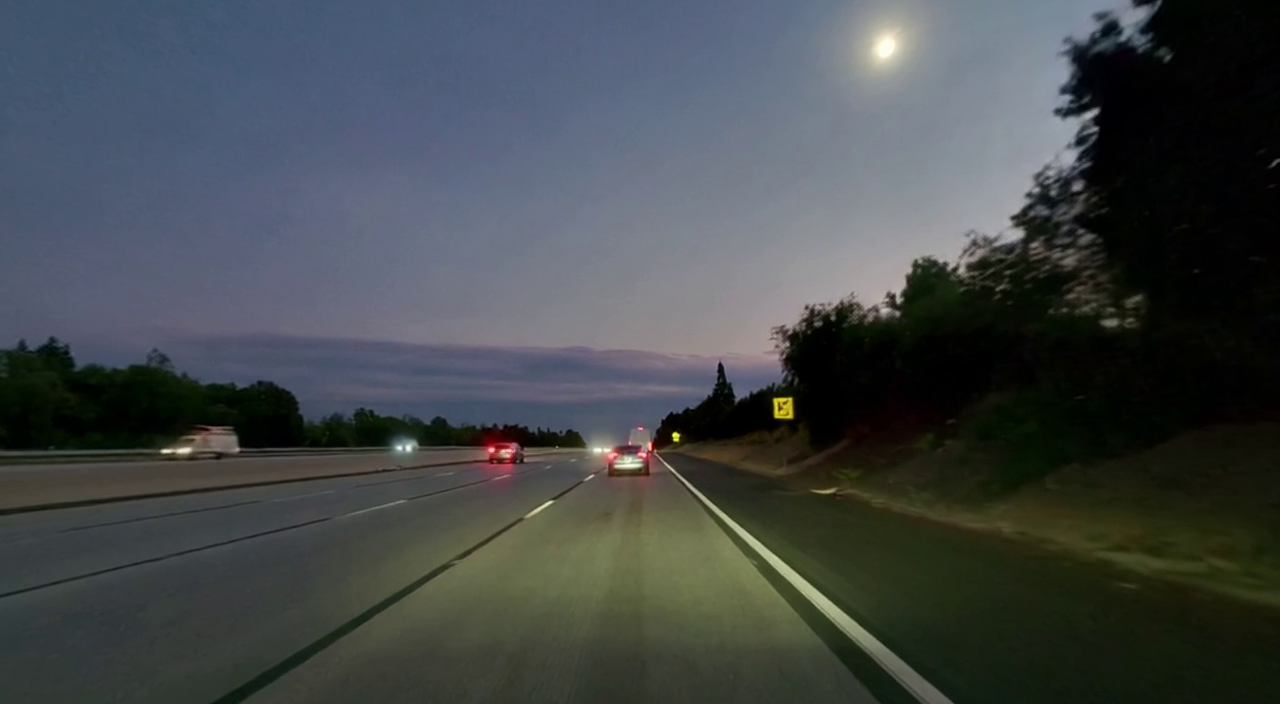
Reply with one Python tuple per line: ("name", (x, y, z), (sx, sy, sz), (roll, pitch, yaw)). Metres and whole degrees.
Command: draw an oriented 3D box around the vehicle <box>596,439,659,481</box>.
("vehicle", (-0.428, 4.105, 24.241), (2.238, 1.479, 3.672), (0, -9, 0))
